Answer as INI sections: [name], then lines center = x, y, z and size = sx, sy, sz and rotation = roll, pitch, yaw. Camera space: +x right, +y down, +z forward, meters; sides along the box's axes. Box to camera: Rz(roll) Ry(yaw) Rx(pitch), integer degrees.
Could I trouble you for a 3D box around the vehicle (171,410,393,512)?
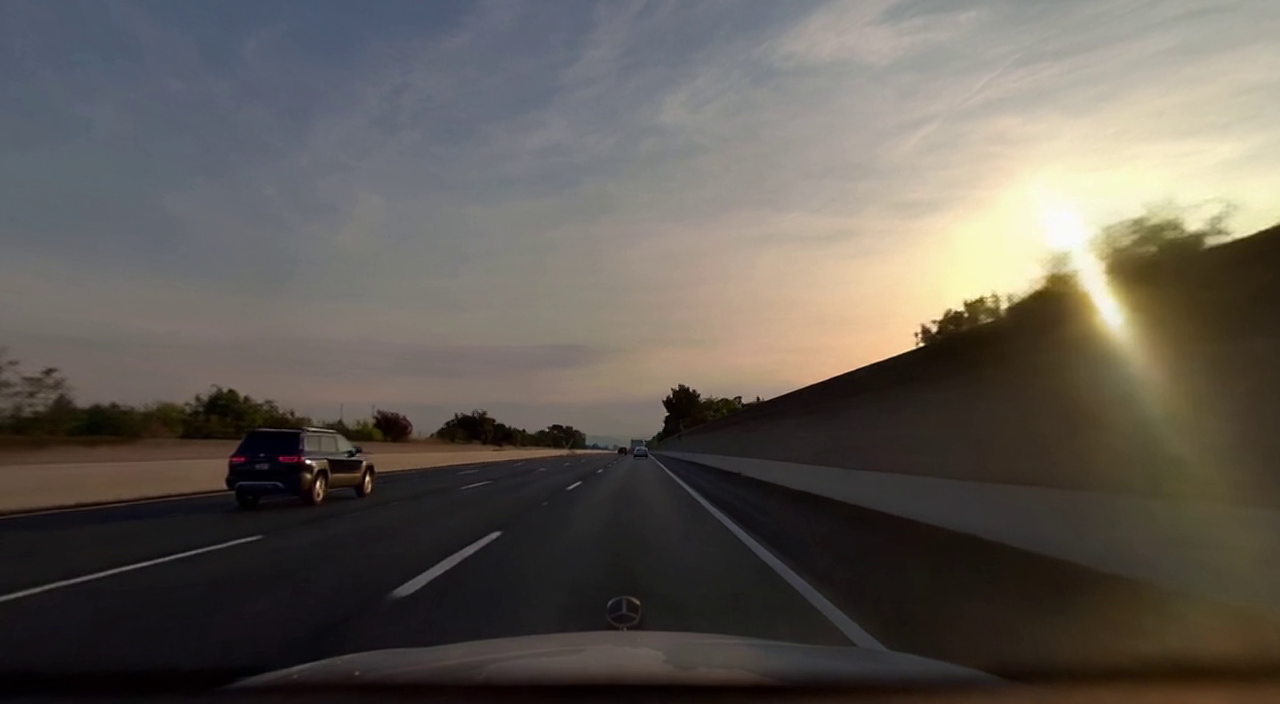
[vehicle]
center = -7.889, 2.462, 14.654
size = 2.163, 1.947, 4.959
rotation = 0, -9, 1
